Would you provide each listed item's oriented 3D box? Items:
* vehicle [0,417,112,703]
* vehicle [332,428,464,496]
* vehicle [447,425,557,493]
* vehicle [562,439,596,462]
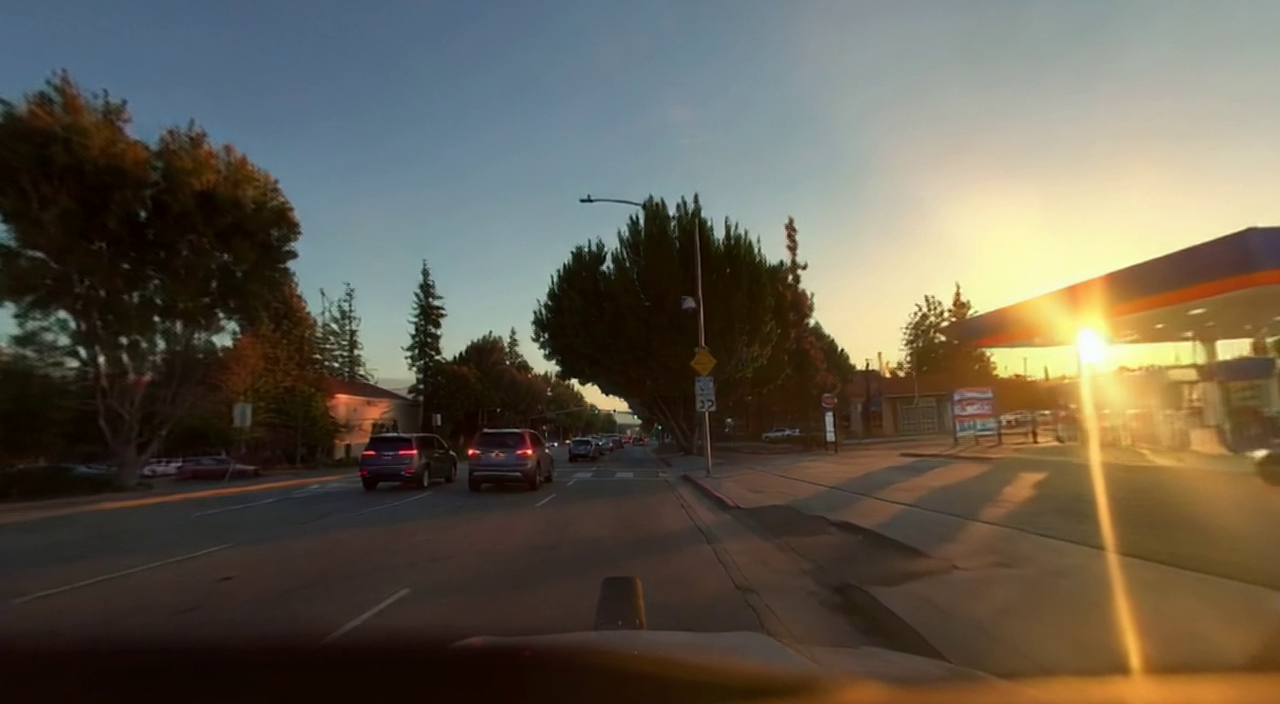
[{"bbox_3d":[-3.373,0.719,0.625,1.888,1.452,4.303,0,-9,1],"label":"vehicle"},{"bbox_3d":[-7.096,3.276,19.103,2.102,1.774,4.662,0,-9,1],"label":"vehicle"},{"bbox_3d":[-4.023,3.220,19.214,2.306,1.815,4.476,0,-9,0],"label":"vehicle"},{"bbox_3d":[-4.441,7.206,46.218,2.060,1.580,3.980,0,-9,1],"label":"vehicle"}]
